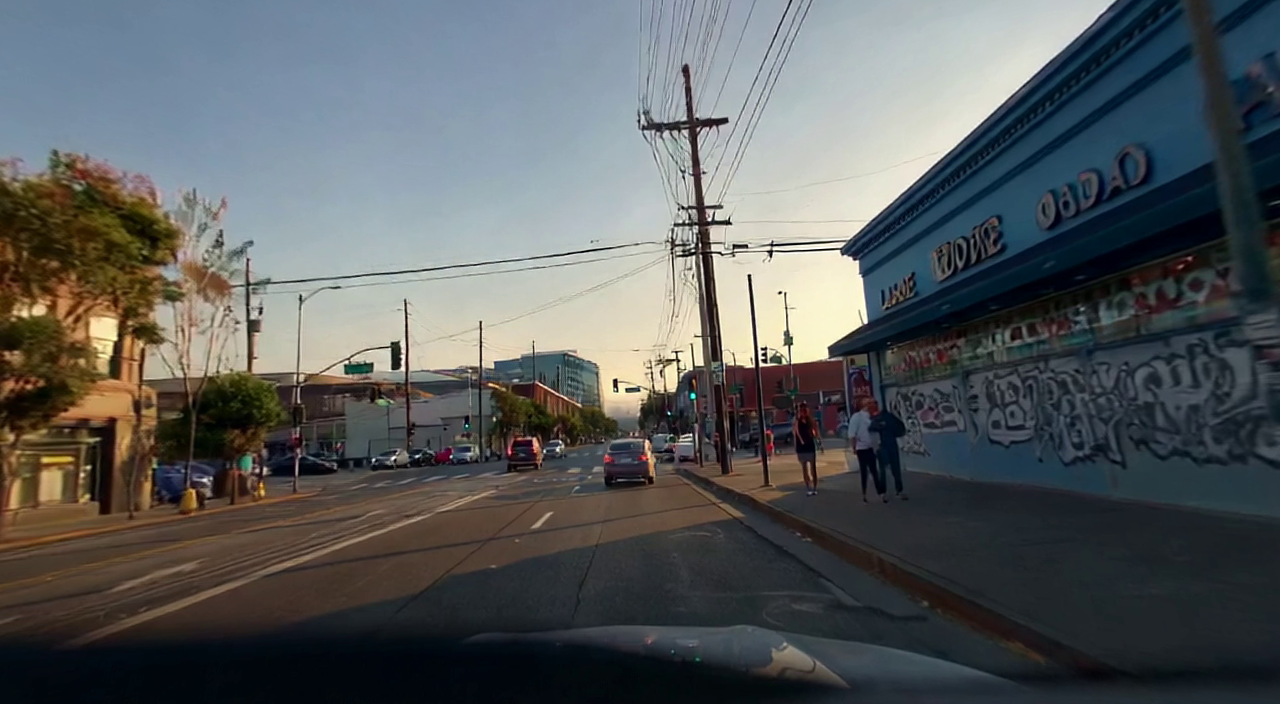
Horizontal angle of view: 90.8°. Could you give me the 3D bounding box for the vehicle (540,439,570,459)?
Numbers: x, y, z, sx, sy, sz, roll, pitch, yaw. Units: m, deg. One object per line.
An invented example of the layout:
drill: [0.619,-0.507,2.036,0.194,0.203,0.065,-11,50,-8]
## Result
vehicle: [-6.384,7.326,47.753,2.097,1.457,4.439,1,-8,-6]

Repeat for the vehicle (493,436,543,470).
vehicle: [-6.709,5.614,35.298,2.063,1.751,4.229,0,-8,-2]

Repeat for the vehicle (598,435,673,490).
vehicle: [-0.201,3.380,19.660,2.059,1.497,4.260,0,-8,-2]

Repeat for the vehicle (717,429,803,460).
vehicle: [7.230,5.575,38.270,4.714,1.686,1.973,0,-5,-6]

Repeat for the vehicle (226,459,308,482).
vehicle: [-26.085,8.261,44.285,4.479,1.484,2.036,0,-8,3]
